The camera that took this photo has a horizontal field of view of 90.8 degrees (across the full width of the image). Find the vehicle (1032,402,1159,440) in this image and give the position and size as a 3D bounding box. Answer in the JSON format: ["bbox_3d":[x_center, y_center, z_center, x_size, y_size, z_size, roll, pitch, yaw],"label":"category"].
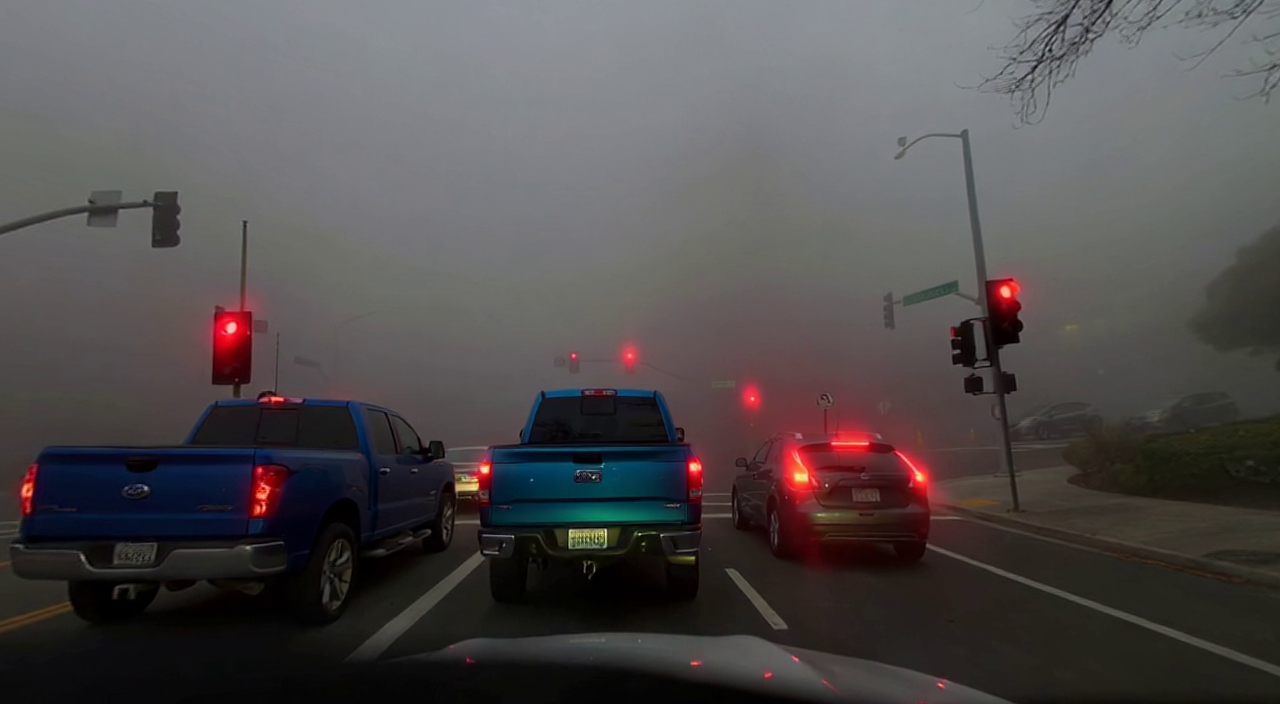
[{"bbox_3d":[23.316,3.586,32.485,4.721,1.866,2.188,0,-9,2],"label":"vehicle"}]

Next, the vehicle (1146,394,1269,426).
[{"bbox_3d":[29.281,3.039,32.689,4.540,1.543,1.803,0,-9,0],"label":"vehicle"}]

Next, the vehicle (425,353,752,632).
[{"bbox_3d":[-0.391,1.310,6.747,2.282,1.964,4.421,0,-9,-1],"label":"vehicle"}]

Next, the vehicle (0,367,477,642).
[{"bbox_3d":[-3.453,1.392,6.866,2.146,1.828,5.148,0,-9,-2],"label":"vehicle"}]

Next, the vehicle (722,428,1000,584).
[{"bbox_3d":[2.414,1.812,8.309,2.016,1.481,4.336,0,-9,-1],"label":"vehicle"}]
